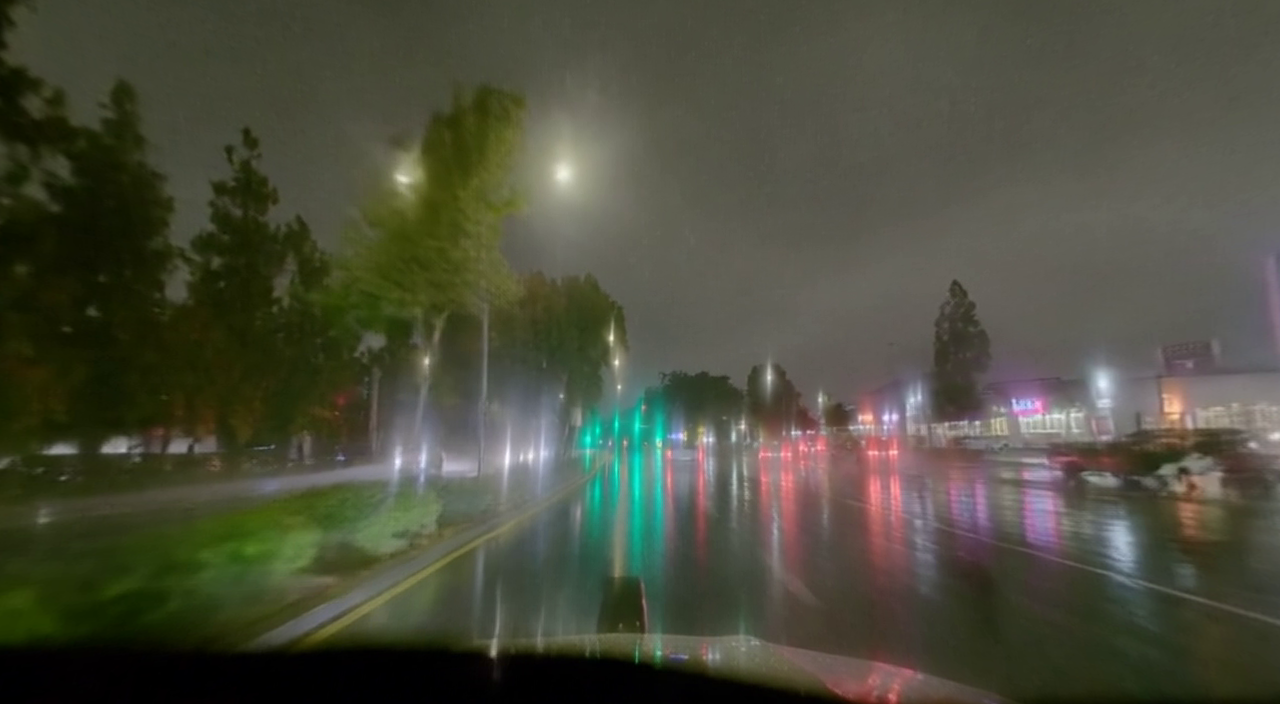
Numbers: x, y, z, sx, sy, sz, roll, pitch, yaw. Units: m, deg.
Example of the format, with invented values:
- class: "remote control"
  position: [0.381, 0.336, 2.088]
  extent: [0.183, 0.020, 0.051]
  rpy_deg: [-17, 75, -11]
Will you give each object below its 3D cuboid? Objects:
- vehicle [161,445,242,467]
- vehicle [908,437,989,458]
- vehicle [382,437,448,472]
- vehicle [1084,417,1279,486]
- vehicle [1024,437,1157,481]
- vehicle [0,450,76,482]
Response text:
- class: "vehicle"
  position: [-30.973, 7.336, 44.715]
  extent: [4.308, 1.474, 1.917]
  rpy_deg: [0, -8, -1]
- class: "vehicle"
  position: [22.221, 6.891, 45.623]
  extent: [4.724, 1.471, 2.203]
  rpy_deg: [0, -8, -1]
- class: "vehicle"
  position: [-11.952, 5.461, 33.833]
  extent: [1.985, 1.715, 4.330]
  rpy_deg: [0, -8, -1]
- class: "vehicle"
  position: [19.171, 3.487, 22.613]
  extent: [2.232, 2.008, 5.812]
  rpy_deg: [-3, -8, 0]
- class: "vehicle"
  position: [16.419, 3.879, 23.369]
  extent: [1.892, 1.421, 4.556]
  rpy_deg: [-2, -8, 6]
- class: "vehicle"
  position: [-30.639, 5.500, 30.620]
  extent: [4.742, 1.459, 1.867]
  rpy_deg: [0, -8, -1]
